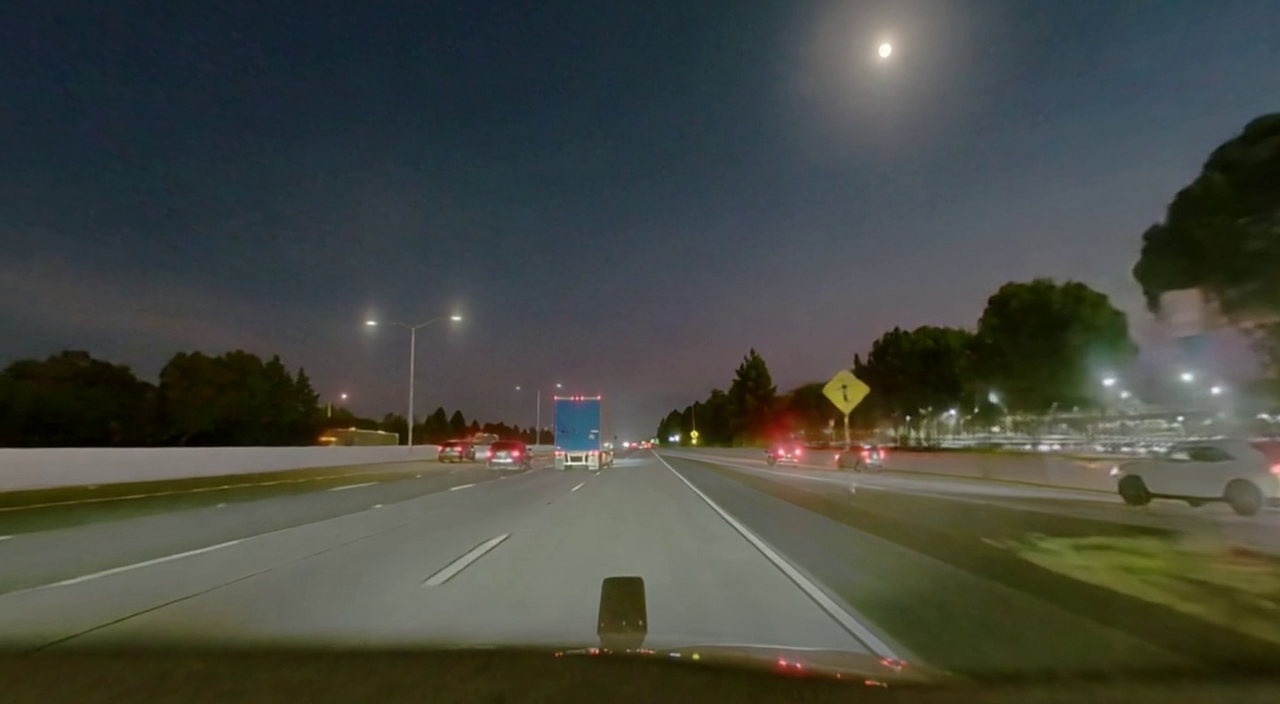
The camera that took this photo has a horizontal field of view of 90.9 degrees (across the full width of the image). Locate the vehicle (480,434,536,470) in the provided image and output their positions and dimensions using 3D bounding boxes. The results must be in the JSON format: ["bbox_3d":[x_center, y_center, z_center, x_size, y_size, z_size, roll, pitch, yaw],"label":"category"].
[{"bbox_3d":[-7.106,5.424,34.425,2.058,1.840,4.443,0,-8,1],"label":"vehicle"}]

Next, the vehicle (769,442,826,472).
[{"bbox_3d":[9.783,6.540,39.521,2.083,1.706,4.129,1,-8,-6],"label":"vehicle"}]

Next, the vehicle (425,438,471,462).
[{"bbox_3d":[-14.348,7.380,47.459,1.997,1.695,4.492,0,-8,1],"label":"vehicle"}]

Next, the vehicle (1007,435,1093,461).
[{"bbox_3d":[28.298,6.620,43.636,4.586,1.710,1.944,0,-8,-2],"label":"vehicle"}]

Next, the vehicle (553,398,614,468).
[{"bbox_3d":[-3.540,5.616,43.048,2.905,4.037,12.921,0,-8,0],"label":"vehicle"}]

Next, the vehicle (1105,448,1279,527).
[{"bbox_3d":[13.464,2.942,14.140,2.022,1.505,4.786,1,-8,-7],"label":"vehicle"}]
